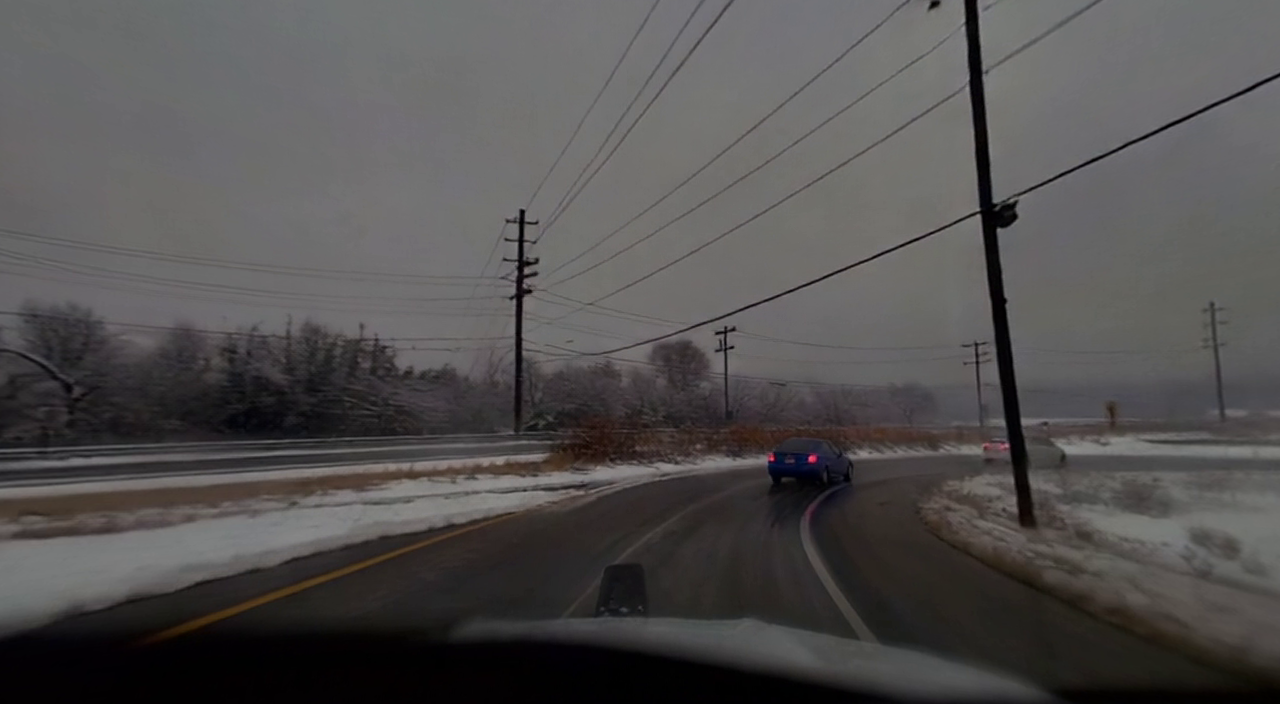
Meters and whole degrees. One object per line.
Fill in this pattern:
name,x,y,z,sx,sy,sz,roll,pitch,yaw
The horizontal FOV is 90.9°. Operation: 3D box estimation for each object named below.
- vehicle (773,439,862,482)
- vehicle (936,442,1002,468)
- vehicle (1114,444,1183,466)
vehicle,6.595,3.929,23.128,2.026,1.407,4.374,-6,-10,30
vehicle,20.342,6.322,38.915,4.307,1.465,1.836,6,-11,-37
vehicle,37.979,7.683,47.076,4.102,1.552,1.931,2,-9,-17
